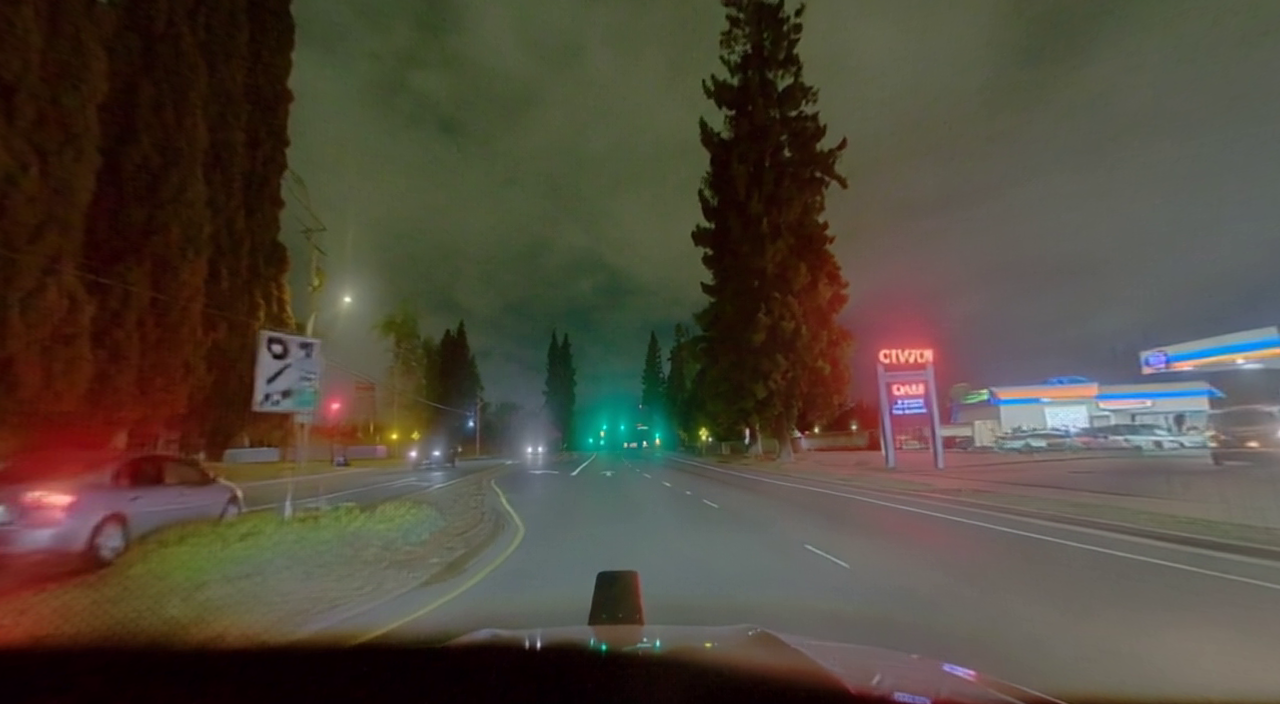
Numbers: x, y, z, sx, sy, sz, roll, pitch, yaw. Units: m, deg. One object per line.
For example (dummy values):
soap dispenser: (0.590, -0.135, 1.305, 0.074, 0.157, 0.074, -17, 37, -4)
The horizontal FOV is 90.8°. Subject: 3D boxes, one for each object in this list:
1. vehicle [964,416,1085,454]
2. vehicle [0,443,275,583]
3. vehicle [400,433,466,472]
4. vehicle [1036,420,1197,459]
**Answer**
vehicle: (18.161, 3.934, 29.971, 4.422, 1.586, 1.990, -1, -8, -3)
vehicle: (-7.421, 2.046, 8.937, 1.982, 1.465, 4.376, 0, -9, -1)
vehicle: (-12.136, 5.955, 37.562, 2.131, 2.148, 5.709, 0, -9, -2)
vehicle: (18.849, 3.492, 25.131, 4.800, 1.459, 2.051, 0, -9, -4)
